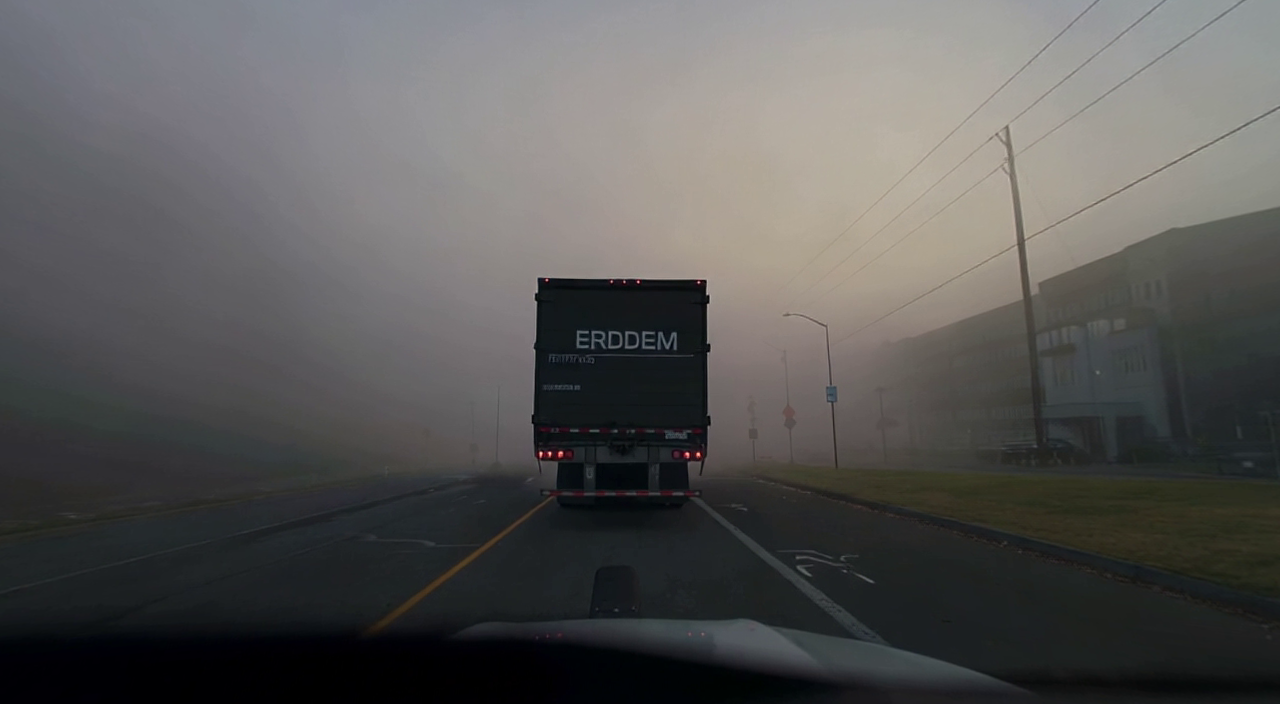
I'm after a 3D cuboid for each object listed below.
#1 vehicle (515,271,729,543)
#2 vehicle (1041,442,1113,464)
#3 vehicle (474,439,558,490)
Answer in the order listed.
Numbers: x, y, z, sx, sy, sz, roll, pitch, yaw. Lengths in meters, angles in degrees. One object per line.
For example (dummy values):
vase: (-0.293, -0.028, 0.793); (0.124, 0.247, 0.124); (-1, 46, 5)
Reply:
vehicle: (-0.174, 1.334, 13.310); (2.876, 3.724, 9.351); (0, -8, 1)
vehicle: (31.356, 7.219, 45.186); (1.652, 1.423, 3.797); (5, -9, -35)
vehicle: (-3.926, 3.606, 20.547); (1.957, 1.462, 3.878); (0, -8, 0)
